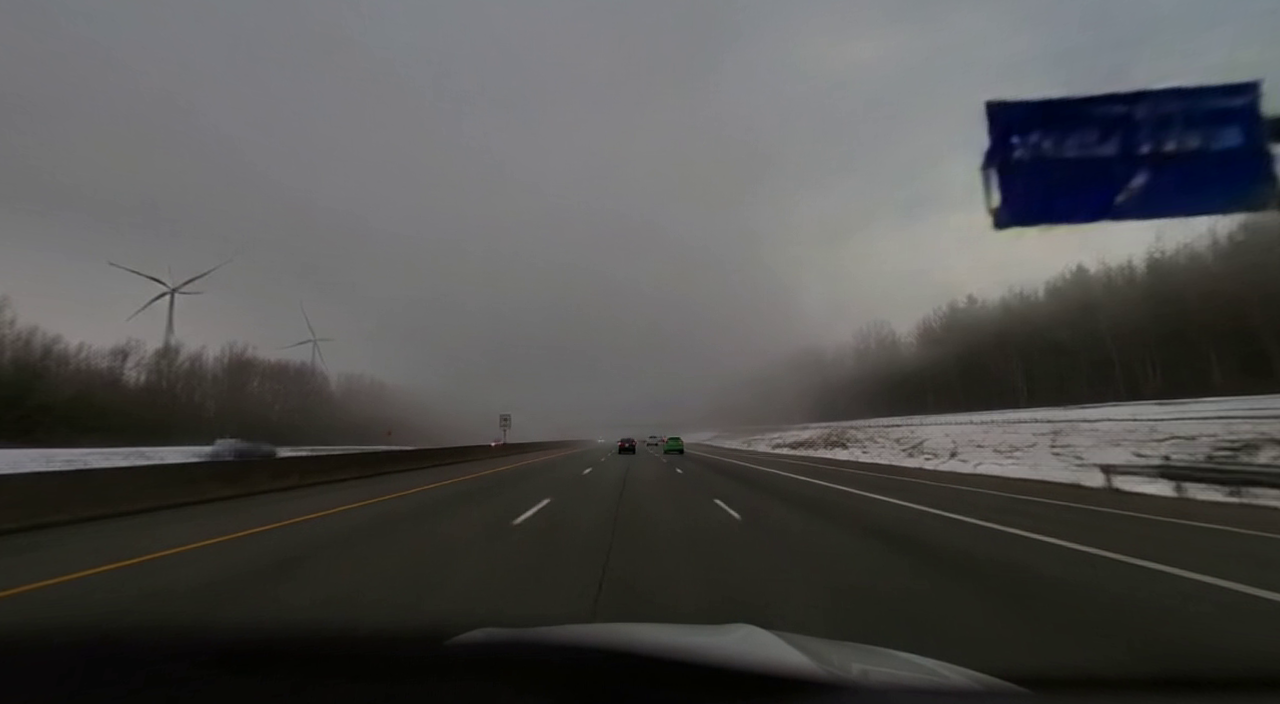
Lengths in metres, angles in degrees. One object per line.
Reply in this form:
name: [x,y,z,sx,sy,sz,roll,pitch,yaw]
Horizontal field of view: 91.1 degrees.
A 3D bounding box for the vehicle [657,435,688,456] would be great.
vehicle: [2.460,7.254,49.031,2.041,1.551,3.974,0,-8,-2]
